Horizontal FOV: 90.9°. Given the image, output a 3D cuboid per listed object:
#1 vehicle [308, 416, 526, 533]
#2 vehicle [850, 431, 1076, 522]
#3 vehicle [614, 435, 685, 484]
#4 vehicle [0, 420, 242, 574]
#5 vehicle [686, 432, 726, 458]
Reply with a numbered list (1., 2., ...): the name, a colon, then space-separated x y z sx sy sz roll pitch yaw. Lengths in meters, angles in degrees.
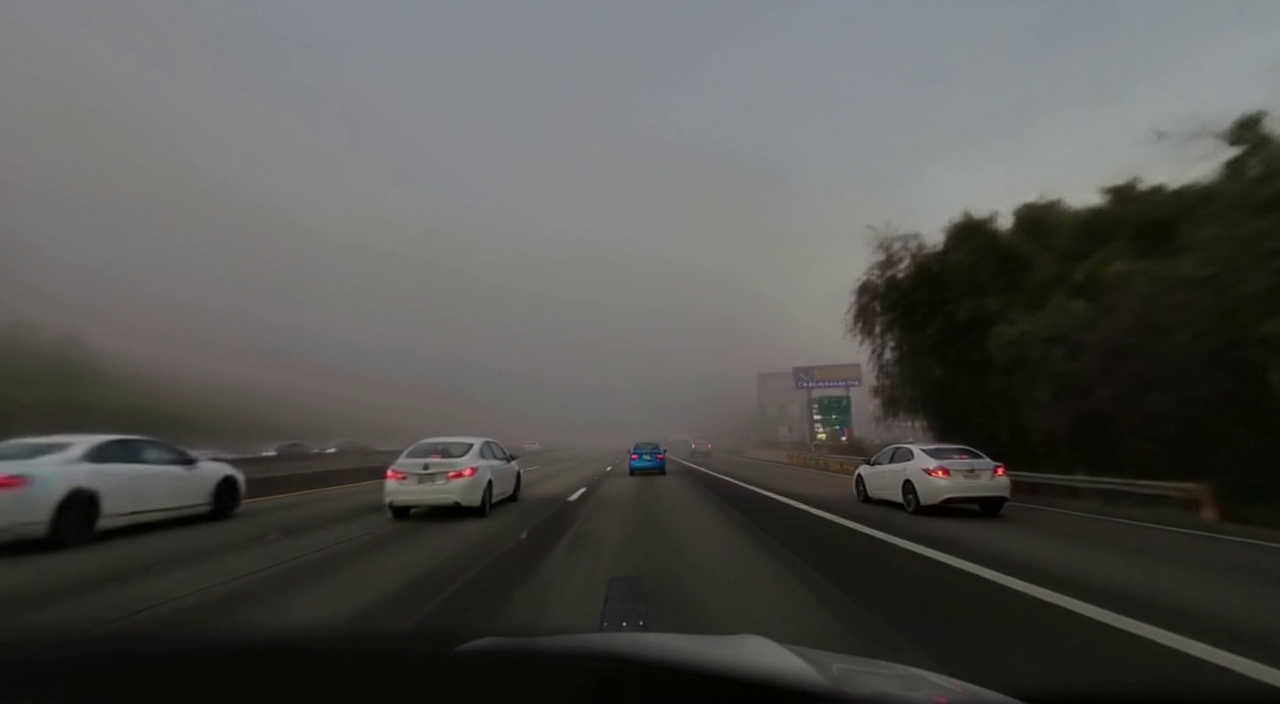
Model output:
1. vehicle: -3.521 2.053 11.236 1.927 1.586 5.142 0 -8 1
2. vehicle: 5.963 2.334 12.430 2.030 1.442 4.358 0 -8 -2
3. vehicle: 0.282 3.542 21.021 2.113 1.464 4.073 0 -8 0
4. vehicle: -7.241 1.626 7.591 1.932 1.497 4.458 0 -8 1
5. vehicle: 4.711 6.750 45.728 2.261 1.781 4.709 0 -8 -1
